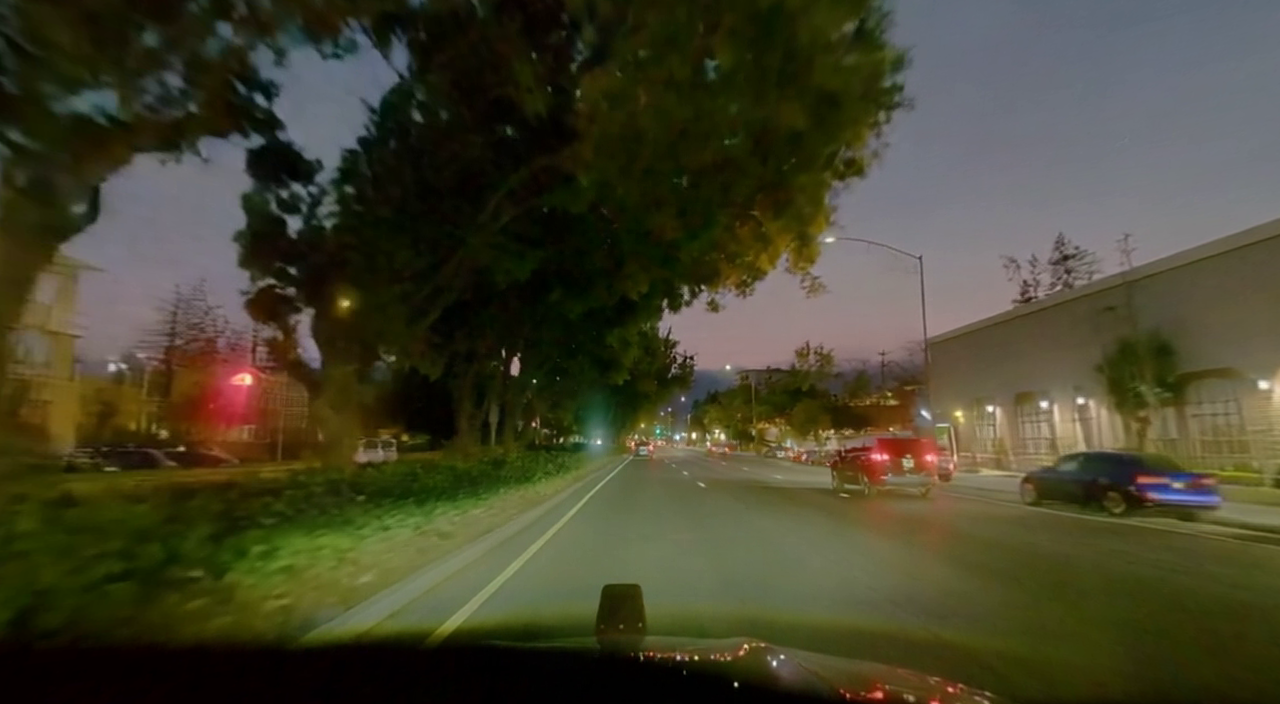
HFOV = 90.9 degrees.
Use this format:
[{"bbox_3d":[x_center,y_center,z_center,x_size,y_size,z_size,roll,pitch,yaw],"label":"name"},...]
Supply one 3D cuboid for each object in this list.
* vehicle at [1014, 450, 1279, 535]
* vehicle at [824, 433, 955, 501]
[{"bbox_3d":[10.388,2.843,13.486,1.793,1.428,4.702,0,-8,-2],"label":"vehicle"},{"bbox_3d":[6.744,3.121,17.552,2.072,1.669,3.836,0,-8,1],"label":"vehicle"}]
